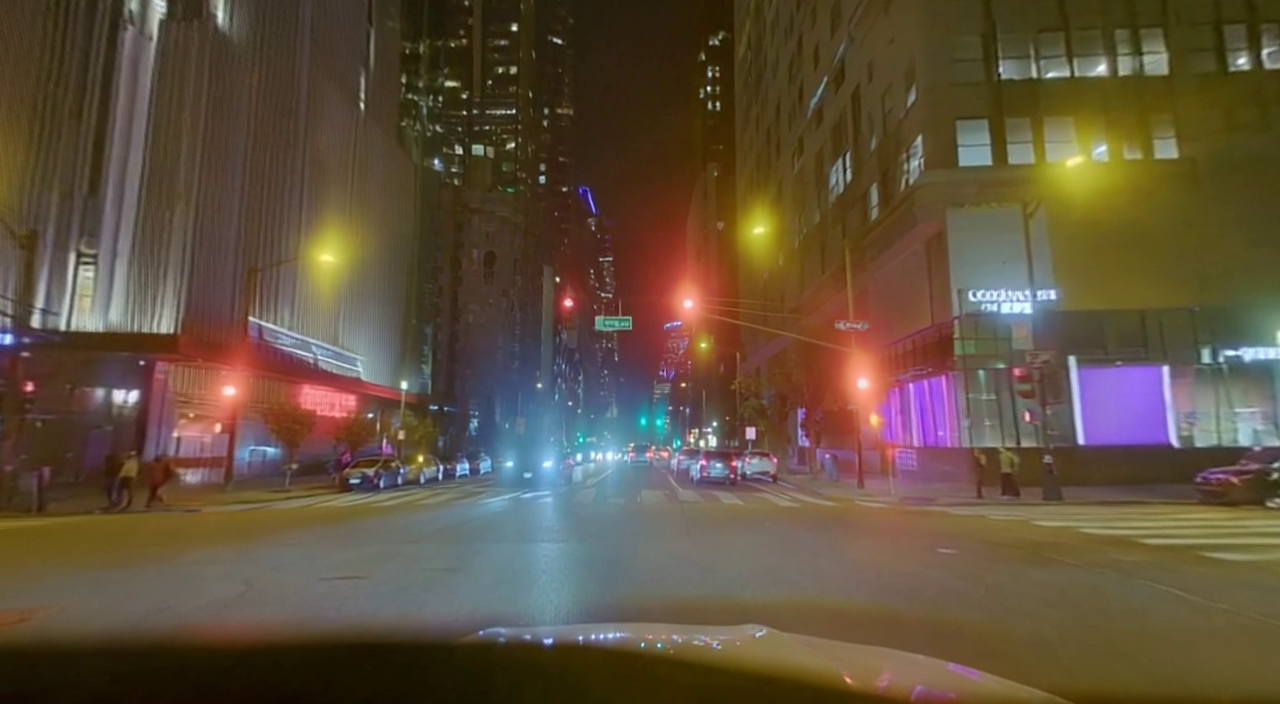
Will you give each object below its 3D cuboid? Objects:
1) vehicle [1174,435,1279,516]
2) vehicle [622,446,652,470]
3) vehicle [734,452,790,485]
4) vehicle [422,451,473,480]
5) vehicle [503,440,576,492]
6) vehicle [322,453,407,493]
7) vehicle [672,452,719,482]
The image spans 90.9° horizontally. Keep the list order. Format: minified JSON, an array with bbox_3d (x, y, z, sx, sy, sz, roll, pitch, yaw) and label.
[{"bbox_3d":[17.373,3.159,16.572,4.589,1.910,2.162,-1,-8,-1],"label":"vehicle"},{"bbox_3d":[-0.228,8.113,48.660,2.165,1.749,4.078,0,-8,0],"label":"vehicle"},{"bbox_3d":[5.975,5.751,31.494,1.882,1.479,4.652,0,-8,0],"label":"vehicle"},{"bbox_3d":[-12.297,7.256,40.624,1.854,1.727,4.426,0,-8,1],"label":"vehicle"},{"bbox_3d":[-3.887,4.452,25.211,2.176,1.804,4.740,-2,-8,0],"label":"vehicle"},{"bbox_3d":[-12.727,5.605,29.492,2.118,1.644,4.188,0,-8,-1],"label":"vehicle"},{"bbox_3d":[2.742,5.776,31.983,1.919,1.371,3.583,0,-8,-2],"label":"vehicle"}]
